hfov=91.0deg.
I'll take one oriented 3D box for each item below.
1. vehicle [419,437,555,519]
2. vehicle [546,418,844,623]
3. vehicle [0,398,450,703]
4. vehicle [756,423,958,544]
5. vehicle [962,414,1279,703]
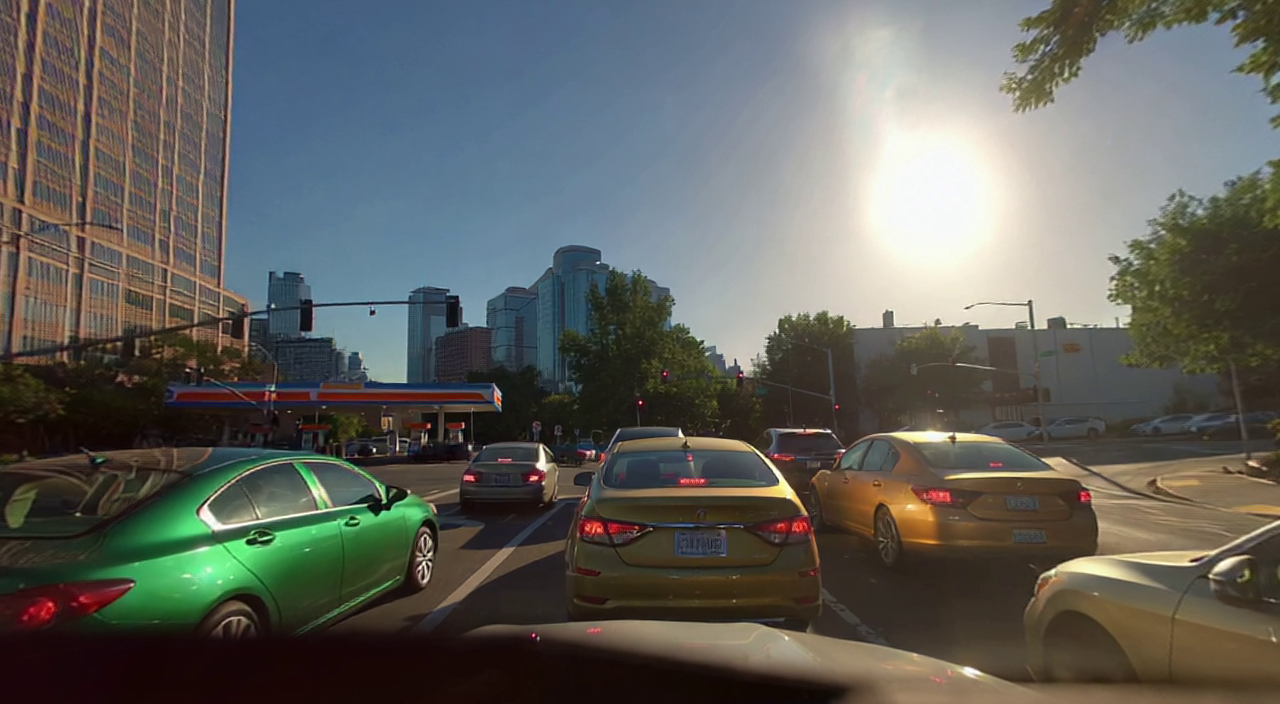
[{"bbox_3d":[-3.084,2.637,13.685,1.867,1.474,4.237,0,-9,0],"label":"vehicle"},{"bbox_3d":[0.356,1.581,6.922,2.220,1.507,4.317,0,-9,-1],"label":"vehicle"},{"bbox_3d":[-3.016,1.250,4.598,1.887,1.493,4.255,0,-9,1],"label":"vehicle"},{"bbox_3d":[3.374,2.122,10.785,1.947,1.630,4.127,0,-9,0],"label":"vehicle"},{"bbox_3d":[4.167,1.136,3.629,1.950,1.497,4.686,0,-9,-3],"label":"vehicle"}]
